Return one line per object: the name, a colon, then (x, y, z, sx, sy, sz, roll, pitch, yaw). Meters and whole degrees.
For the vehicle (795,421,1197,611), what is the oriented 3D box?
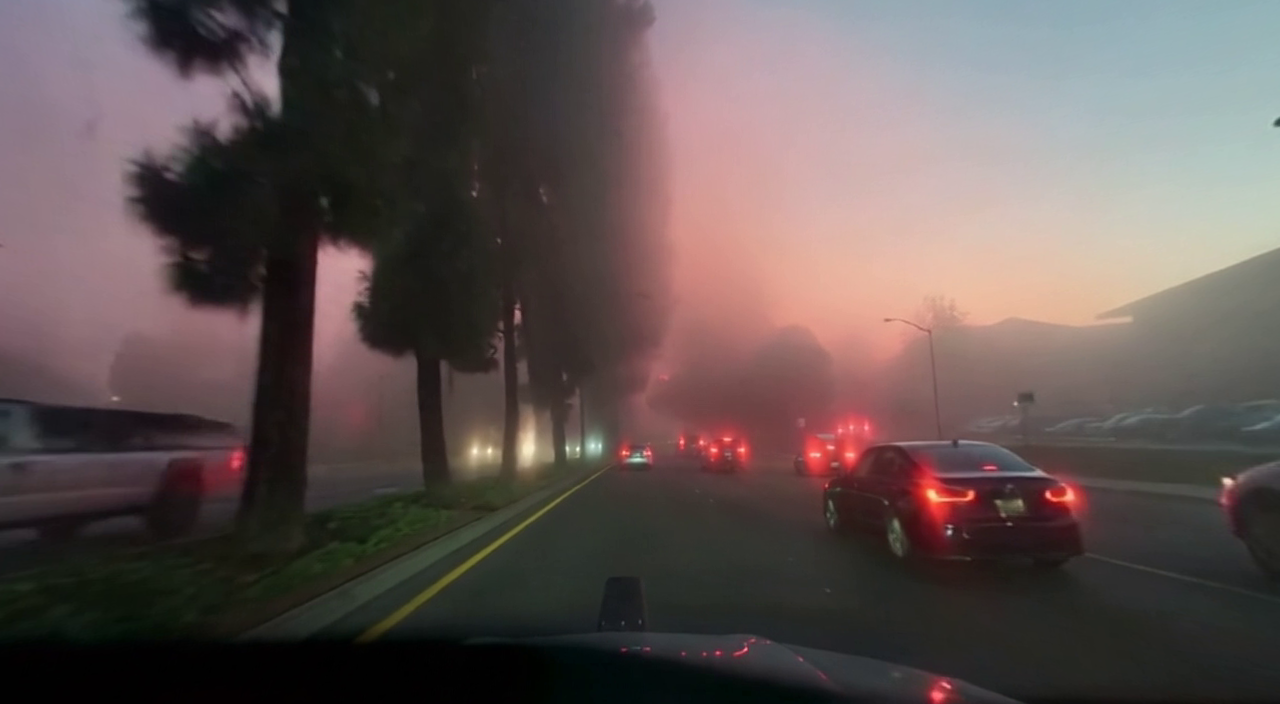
vehicle: (3.415, 1.664, 7.376, 2.010, 1.490, 4.639, 0, -9, 0)

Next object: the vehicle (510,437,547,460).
vehicle: (-8.077, 7.033, 45.755, 1.939, 1.574, 3.820, 0, -9, 1)

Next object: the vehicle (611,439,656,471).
vehicle: (-0.315, 5.237, 31.991, 2.111, 1.506, 4.018, 0, -9, 0)

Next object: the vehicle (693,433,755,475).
vehicle: (3.677, 4.576, 28.349, 2.130, 1.718, 4.310, 0, -9, -1)

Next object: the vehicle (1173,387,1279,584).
vehicle: (7.135, 1.042, 4.487, 2.188, 1.840, 5.050, 0, -9, 0)

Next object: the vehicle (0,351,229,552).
vehicle: (-8.310, 1.245, 7.873, 2.396, 2.216, 5.698, 0, -9, 0)
